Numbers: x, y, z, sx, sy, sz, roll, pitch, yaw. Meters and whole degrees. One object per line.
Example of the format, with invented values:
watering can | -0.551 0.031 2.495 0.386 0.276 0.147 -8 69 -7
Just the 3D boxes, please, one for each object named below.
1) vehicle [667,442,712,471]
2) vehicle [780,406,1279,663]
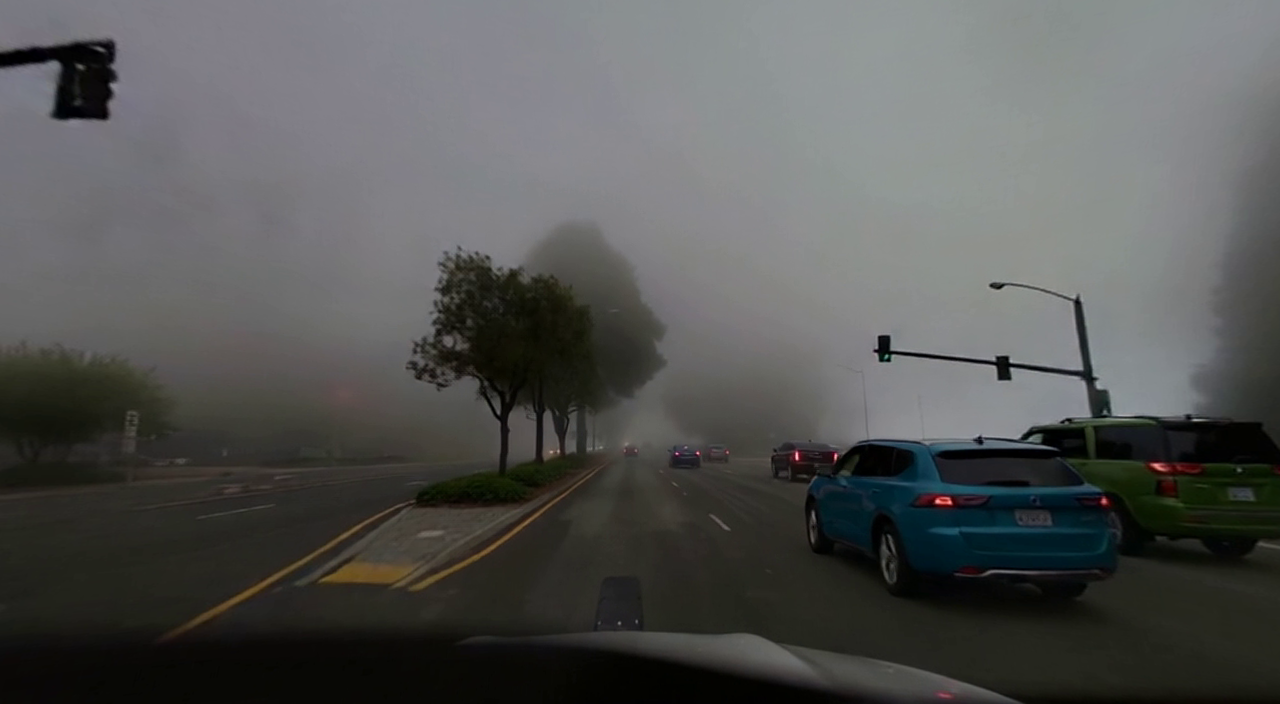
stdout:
vehicle | 2.598 5.613 34.054 1.980 1.484 4.093 0 -8 -1
vehicle | 3.027 1.483 6.406 1.932 1.547 4.992 0 -8 -2
